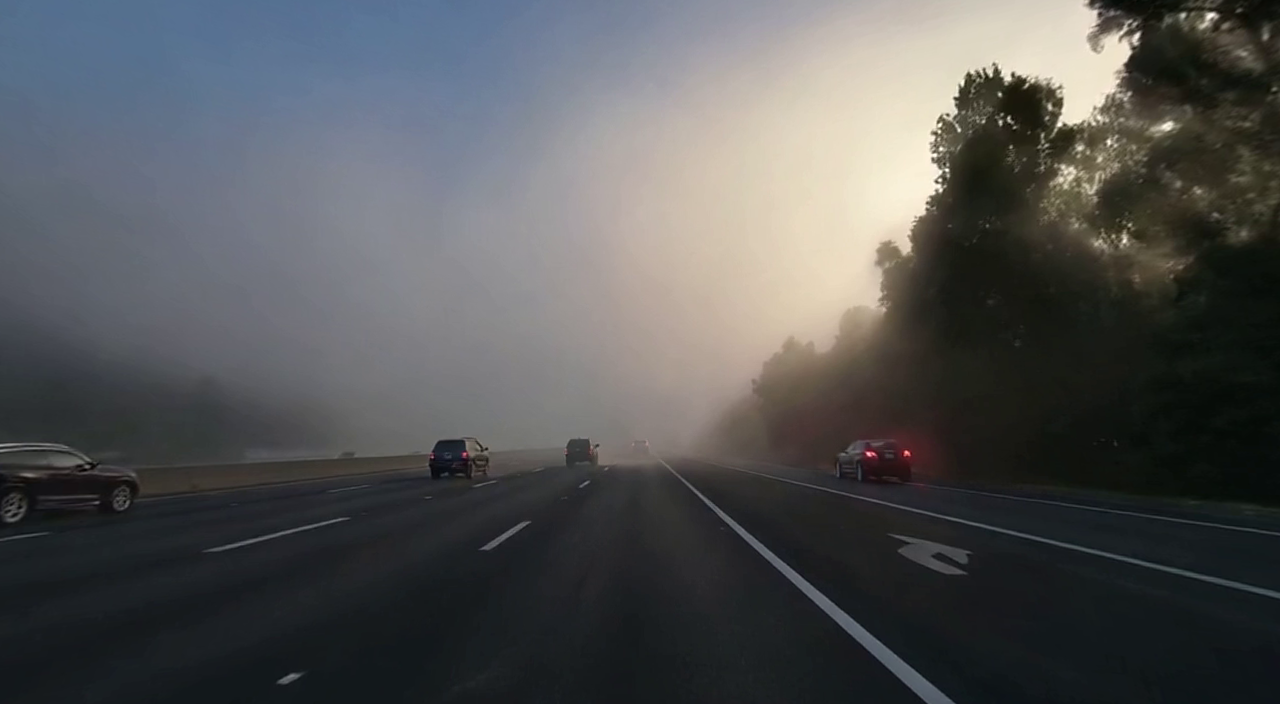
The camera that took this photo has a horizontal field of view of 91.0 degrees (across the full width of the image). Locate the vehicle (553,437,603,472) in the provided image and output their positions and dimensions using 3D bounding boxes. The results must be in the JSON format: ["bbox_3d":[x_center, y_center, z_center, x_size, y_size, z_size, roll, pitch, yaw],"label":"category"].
[{"bbox_3d":[-3.614,6.142,37.827,2.288,1.962,5.119,0,-9,2],"label":"vehicle"}]

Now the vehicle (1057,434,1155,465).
[{"bbox_3d":[28.502,6.001,38.751,2.051,1.728,4.927,0,-9,-3],"label":"vehicle"}]

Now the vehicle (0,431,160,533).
[{"bbox_3d":[-11.322,2.271,11.317,1.958,1.633,4.302,0,-9,0],"label":"vehicle"}]

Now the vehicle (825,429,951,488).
[{"bbox_3d":[8.464,3.715,22.117,2.259,1.816,4.862,0,-9,-2],"label":"vehicle"}]

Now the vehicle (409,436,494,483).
[{"bbox_3d":[-7.647,4.412,26.007,2.087,1.755,4.457,0,-9,0],"label":"vehicle"}]
